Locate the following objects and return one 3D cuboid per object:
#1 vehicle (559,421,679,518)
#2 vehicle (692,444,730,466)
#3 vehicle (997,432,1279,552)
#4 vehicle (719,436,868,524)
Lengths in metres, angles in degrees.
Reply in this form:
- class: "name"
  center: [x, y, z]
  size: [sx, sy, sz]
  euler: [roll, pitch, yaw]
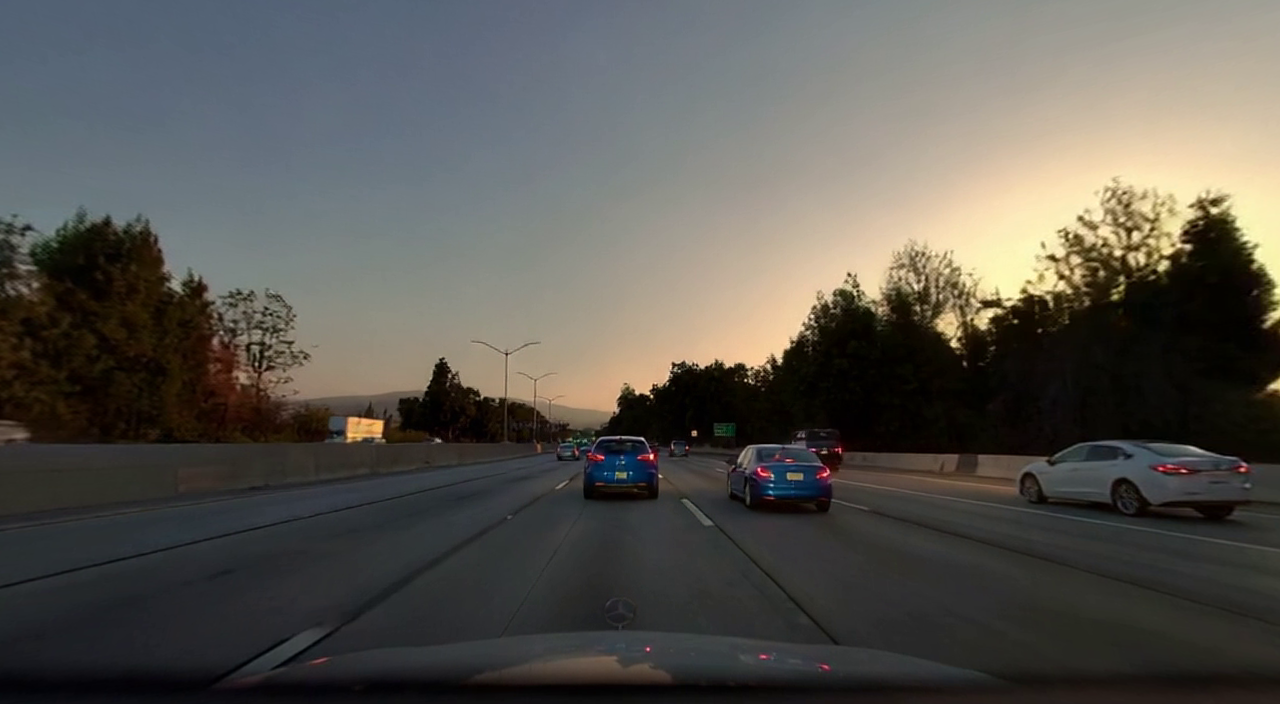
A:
- class: "vehicle"
  center: [-0.424, 2.447, 13.530]
  size: [2.181, 1.728, 3.970]
  euler: [1, -9, -1]
- class: "vehicle"
  center: [5.217, 7.637, 46.809]
  size: [1.972, 1.521, 4.498]
  euler: [1, -9, -4]
- class: "vehicle"
  center: [8.942, 2.315, 11.188]
  size: [2.106, 1.641, 4.671]
  euler: [1, -9, -6]
- class: "vehicle"
  center: [2.976, 2.582, 13.285]
  size: [1.975, 1.532, 4.227]
  euler: [1, -9, -2]
